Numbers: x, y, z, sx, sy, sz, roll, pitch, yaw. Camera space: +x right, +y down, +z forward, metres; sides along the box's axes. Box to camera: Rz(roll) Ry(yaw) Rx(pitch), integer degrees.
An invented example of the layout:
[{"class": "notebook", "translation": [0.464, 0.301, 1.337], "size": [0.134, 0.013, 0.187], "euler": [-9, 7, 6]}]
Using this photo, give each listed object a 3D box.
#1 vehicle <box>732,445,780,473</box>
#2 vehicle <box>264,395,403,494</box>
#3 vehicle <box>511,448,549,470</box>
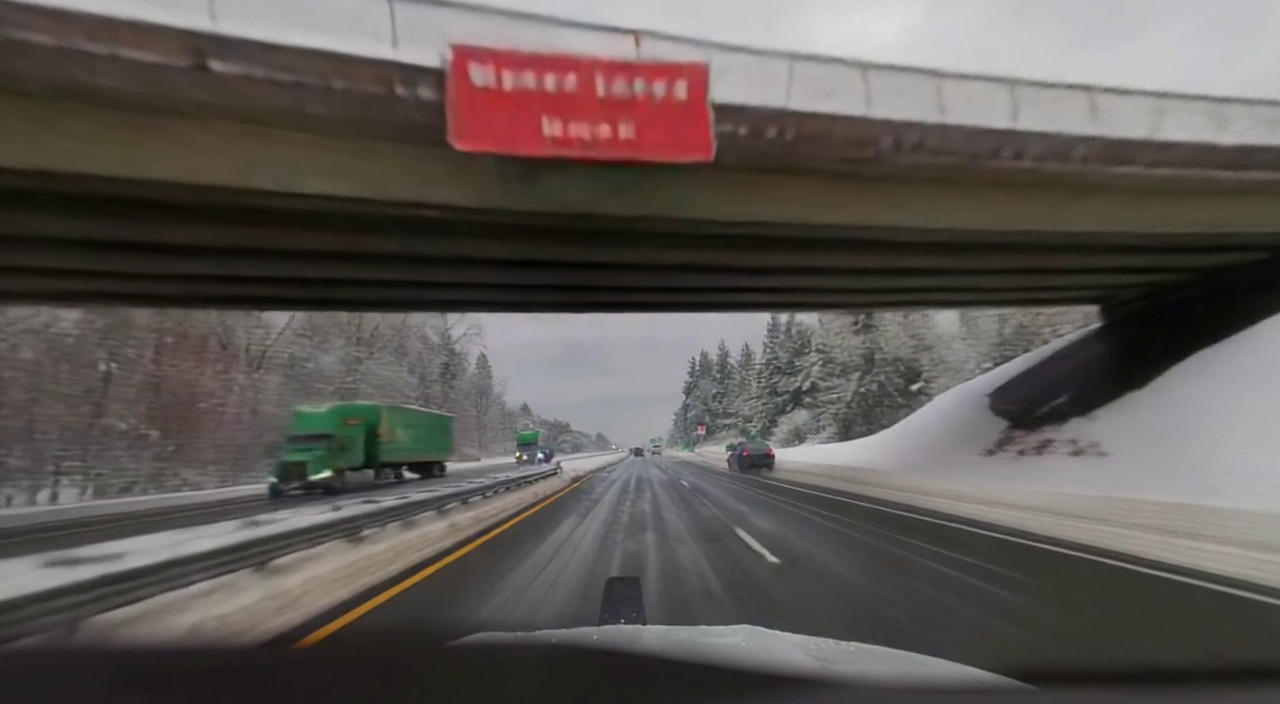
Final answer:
[{"class": "vehicle", "translation": [6.517, 6.077, 35.817], "size": [1.987, 1.473, 4.244], "euler": [0, -9, 1]}, {"class": "vehicle", "translation": [-13.220, 4.101, 27.908], "size": [3.034, 3.893, 5.871], "euler": [0, -9, 0]}, {"class": "vehicle", "translation": [-8.626, 8.427, 49.764], "size": [2.081, 1.569, 4.607], "euler": [0, -9, 1]}]
